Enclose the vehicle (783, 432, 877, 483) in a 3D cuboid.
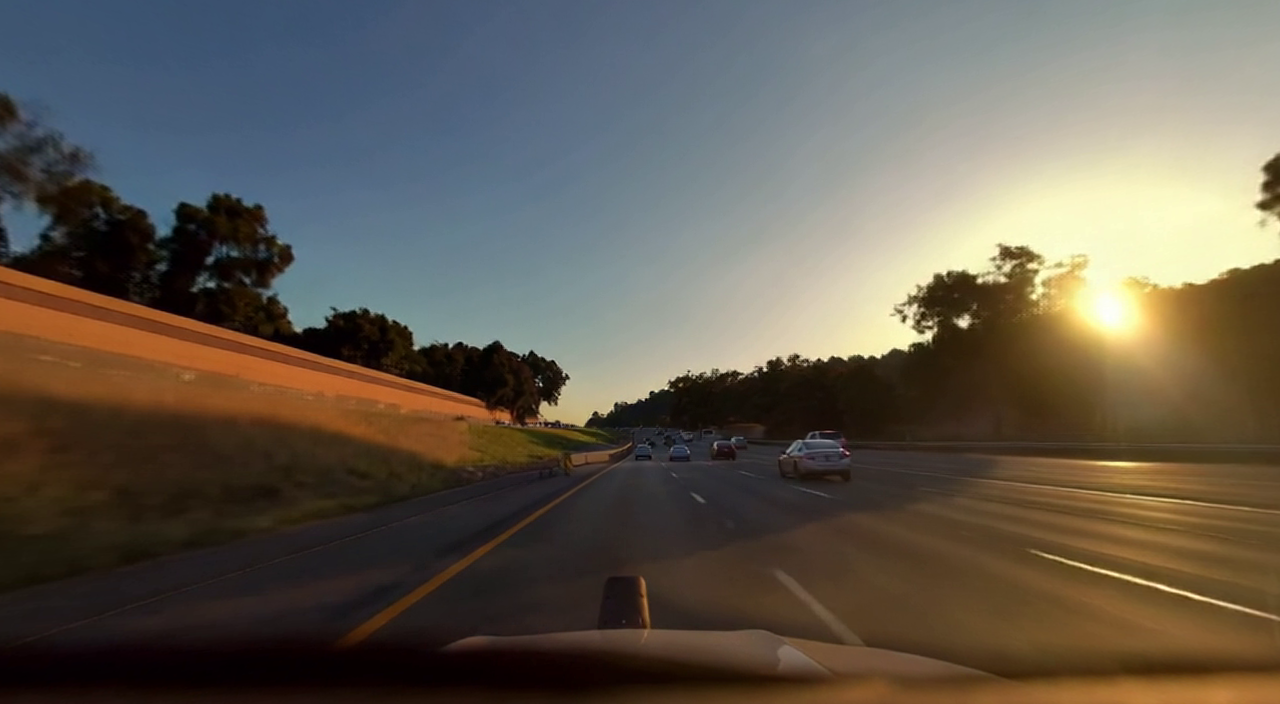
[{"bbox_3d":[7.035,3.950,23.830,2.048,1.697,4.689,0,-8,0],"label":"vehicle"}]
